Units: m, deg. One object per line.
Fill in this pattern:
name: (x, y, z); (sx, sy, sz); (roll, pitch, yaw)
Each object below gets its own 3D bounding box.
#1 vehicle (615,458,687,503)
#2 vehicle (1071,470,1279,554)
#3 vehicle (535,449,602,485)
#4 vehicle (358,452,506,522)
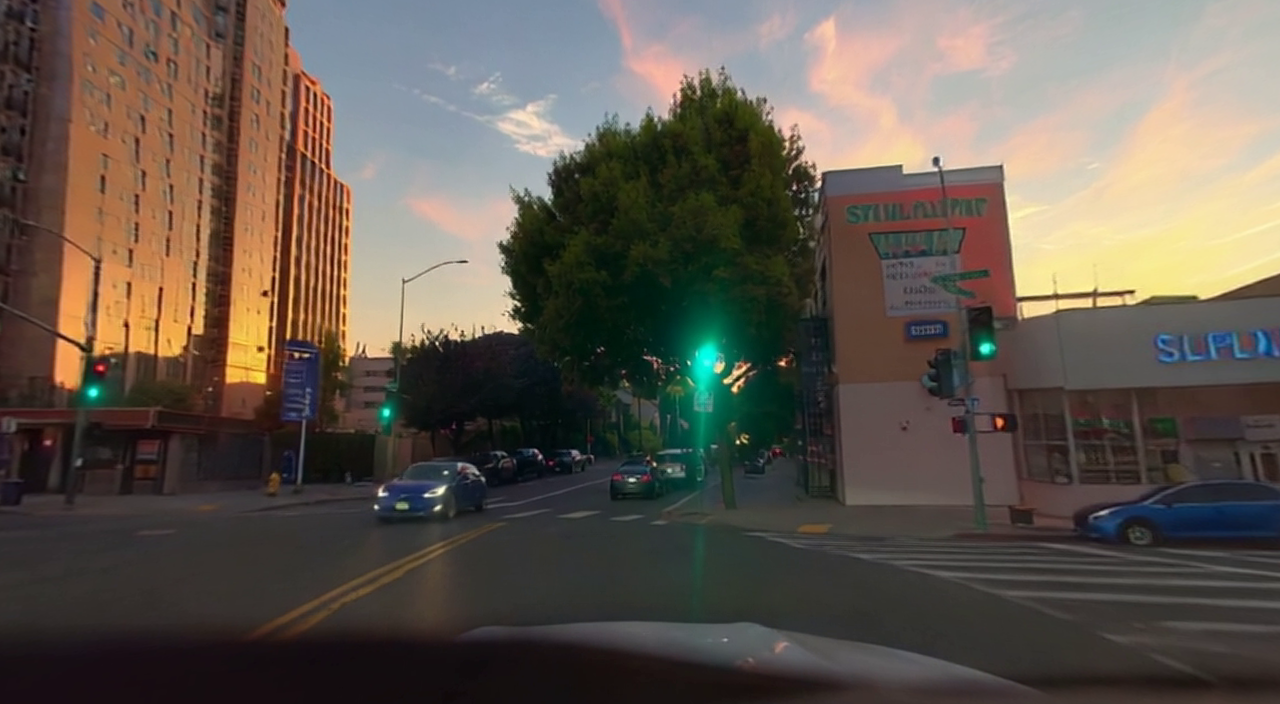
vehicle: (0.512, 4.829, 24.102); (1.892, 1.481, 4.365); (-2, -9, 12)
vehicle: (11.488, 3.104, 12.510); (4.426, 1.446, 1.795); (-2, -9, 10)
vehicle: (-3.630, 5.967, 33.129); (2.181, 1.723, 4.692); (-2, -9, 11)
vehicle: (-5.062, 3.344, 16.187); (2.119, 1.485, 4.472); (-1, -9, 2)
